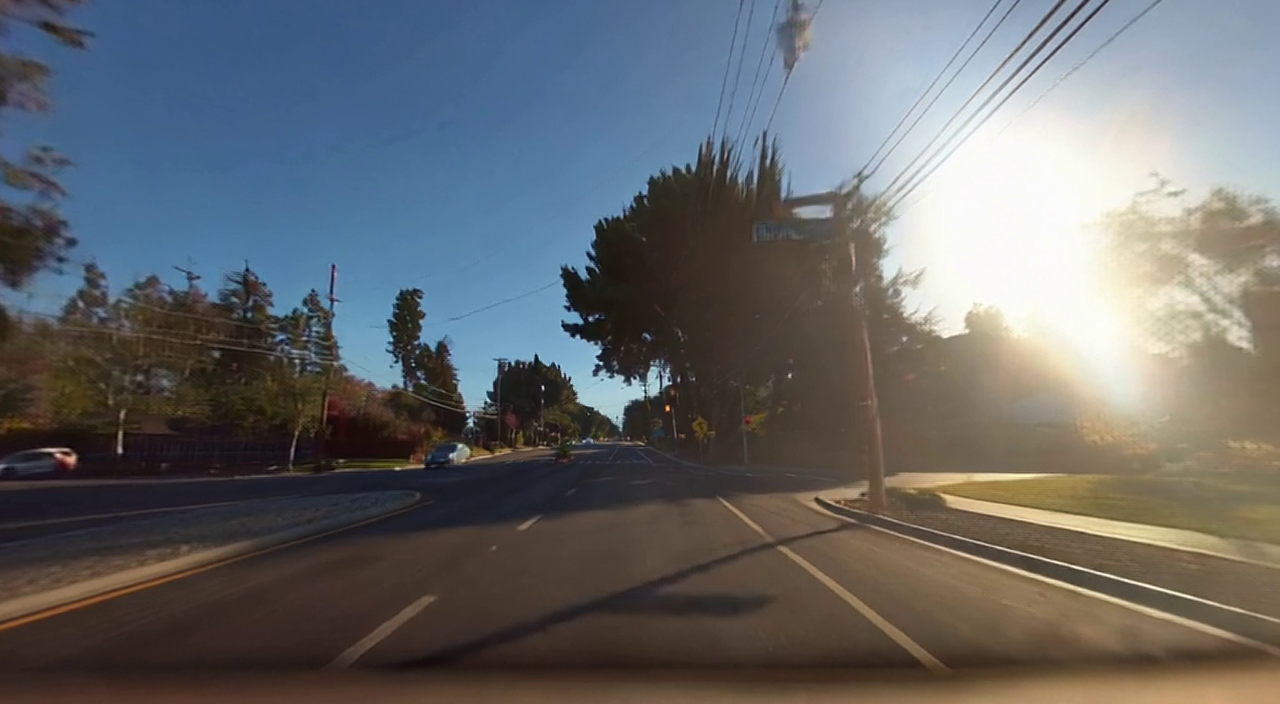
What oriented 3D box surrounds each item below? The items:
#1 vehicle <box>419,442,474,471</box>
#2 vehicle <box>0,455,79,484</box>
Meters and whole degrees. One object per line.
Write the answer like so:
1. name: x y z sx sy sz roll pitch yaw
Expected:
1. vehicle: -12.047 6.510 39.640 2.072 1.680 4.705 0 -9 -1
2. vehicle: -31.174 5.869 31.581 4.267 1.381 1.786 1 -9 -6
